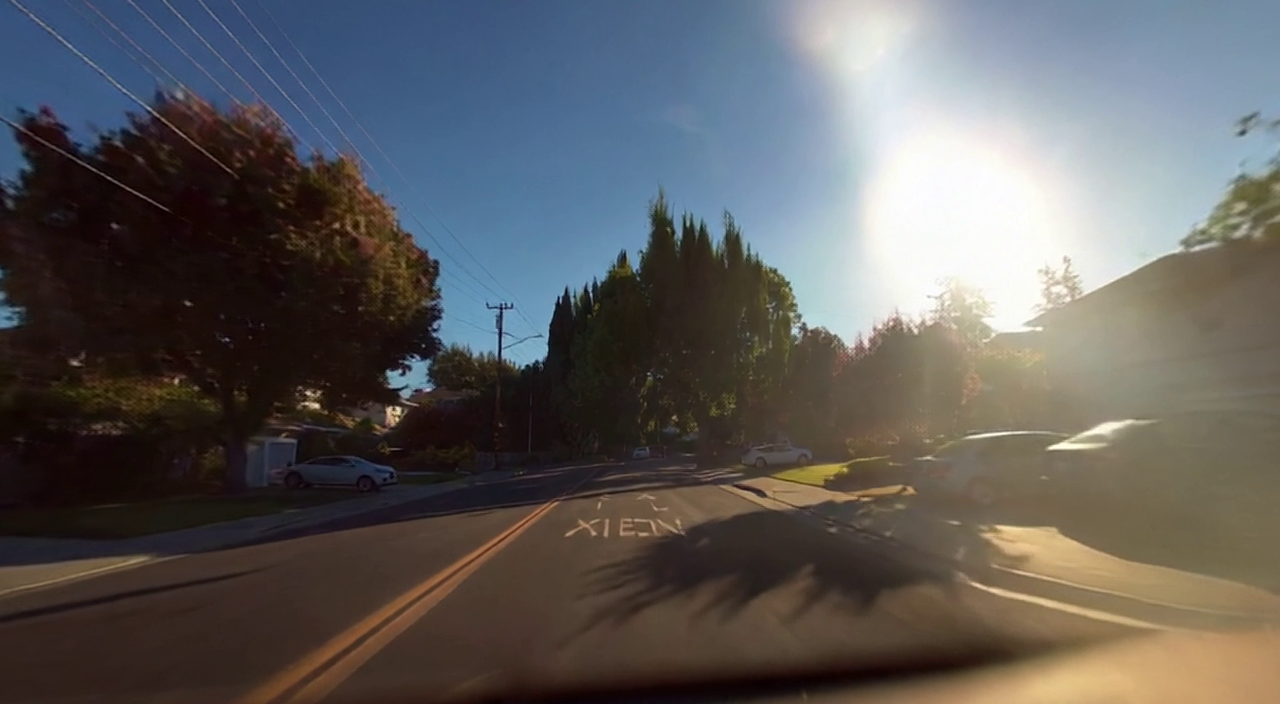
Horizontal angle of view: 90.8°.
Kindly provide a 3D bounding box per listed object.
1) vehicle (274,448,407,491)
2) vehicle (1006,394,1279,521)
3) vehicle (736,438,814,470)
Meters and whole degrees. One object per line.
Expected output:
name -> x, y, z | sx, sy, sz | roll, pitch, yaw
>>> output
vehicle -> -11.852, 4.662, 25.206 | 4.243, 1.598, 2.003 | -1, -8, 3
vehicle -> 9.376, 1.815, 11.172 | 4.557, 2.012, 1.917 | 0, -8, -3
vehicle -> 7.573, 5.749, 35.647 | 3.846, 1.725, 1.920 | 0, -8, -4
